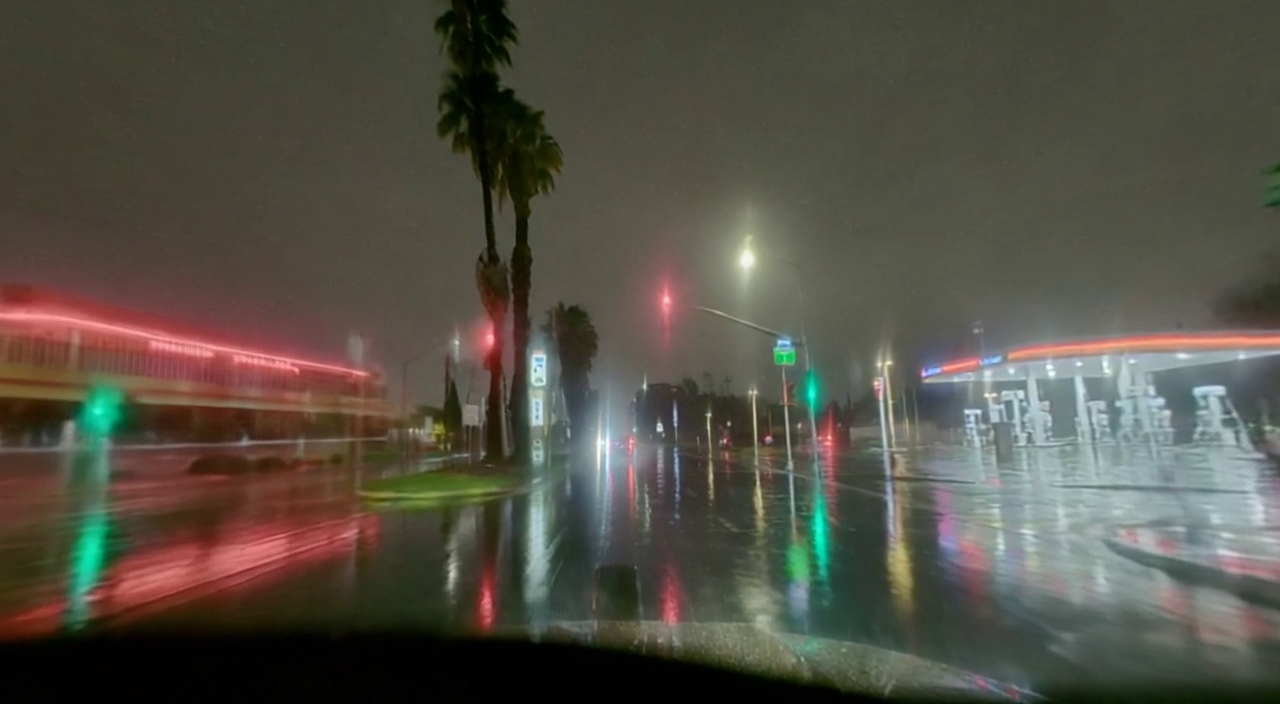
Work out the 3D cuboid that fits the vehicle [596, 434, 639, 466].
[{"bbox_3d":[-1.209,5.150,33.268,2.073,1.525,4.809,0,-9,-2],"label":"vehicle"}]
